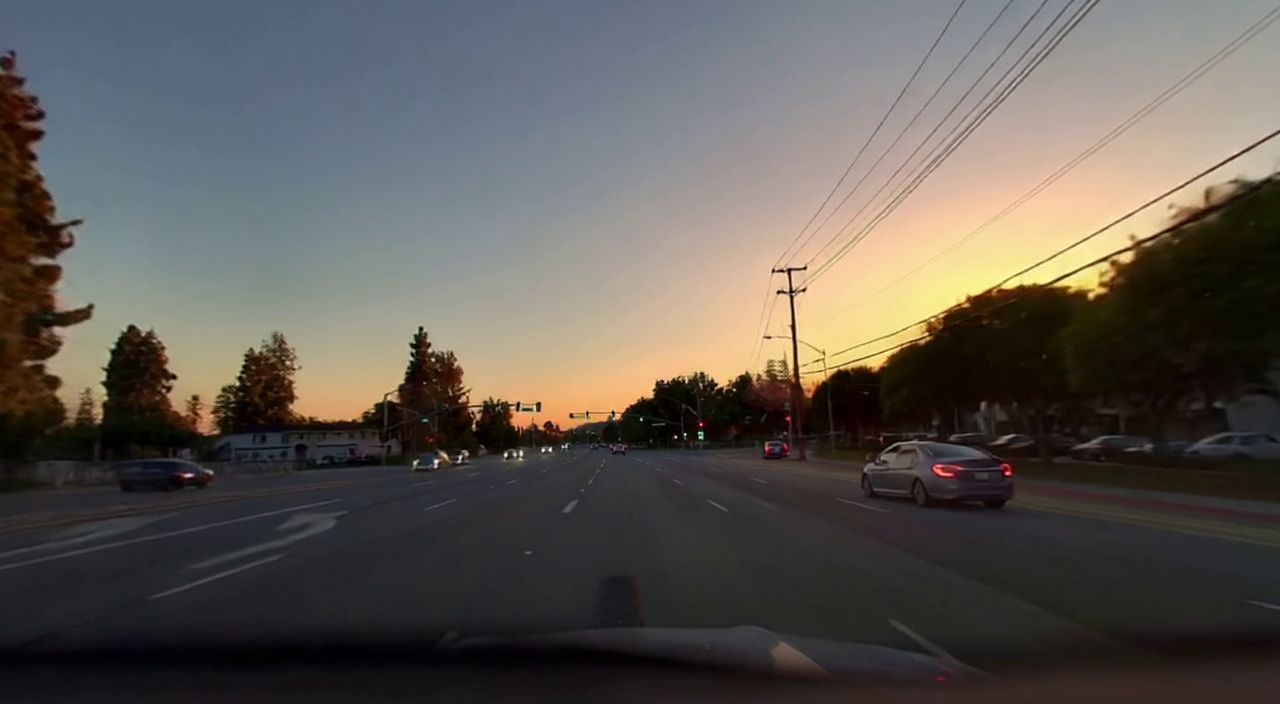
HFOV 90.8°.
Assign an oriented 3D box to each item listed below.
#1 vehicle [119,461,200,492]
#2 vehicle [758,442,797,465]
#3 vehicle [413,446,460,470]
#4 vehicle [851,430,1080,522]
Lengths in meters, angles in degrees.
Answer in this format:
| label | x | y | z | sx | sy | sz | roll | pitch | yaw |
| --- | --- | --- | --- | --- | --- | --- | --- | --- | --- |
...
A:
| label | x | y | z | sx | sy | sz | roll | pitch | yaw |
| --- | --- | --- | --- | --- | --- | --- | --- | --- | --- |
| vehicle | -29.374 | 7.590 | 38.822 | 1.932 | 1.639 | 4.600 | 1 | -9 | -9 |
| vehicle | 9.935 | 7.339 | 45.961 | 1.979 | 1.581 | 4.271 | 0 | -8 | 1 |
| vehicle | -15.004 | 7.796 | 46.789 | 2.060 | 1.681 | 4.418 | 0 | -8 | -2 |
| vehicle | 6.280 | 2.440 | 13.029 | 2.113 | 1.520 | 4.650 | 0 | -8 | -2 |
